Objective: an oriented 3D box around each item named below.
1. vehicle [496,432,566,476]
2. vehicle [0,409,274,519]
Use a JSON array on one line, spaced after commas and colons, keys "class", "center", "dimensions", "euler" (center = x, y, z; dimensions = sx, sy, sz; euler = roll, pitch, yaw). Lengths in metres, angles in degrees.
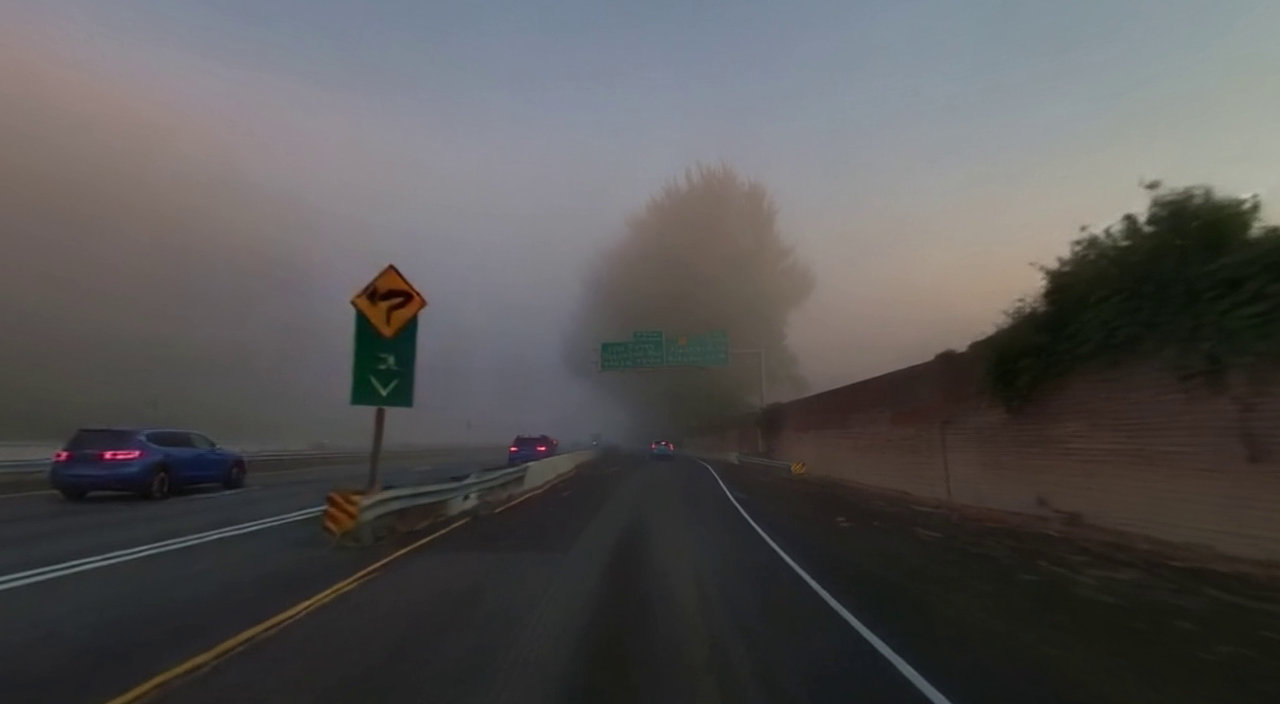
[{"class": "vehicle", "center": [-4.549, 4.361, 27.107], "dimensions": [2.151, 1.707, 4.759], "euler": [0, -8, 0]}, {"class": "vehicle", "center": [-9.294, 2.025, 11.814], "dimensions": [2.025, 1.618, 4.683], "euler": [0, -8, 0]}]
